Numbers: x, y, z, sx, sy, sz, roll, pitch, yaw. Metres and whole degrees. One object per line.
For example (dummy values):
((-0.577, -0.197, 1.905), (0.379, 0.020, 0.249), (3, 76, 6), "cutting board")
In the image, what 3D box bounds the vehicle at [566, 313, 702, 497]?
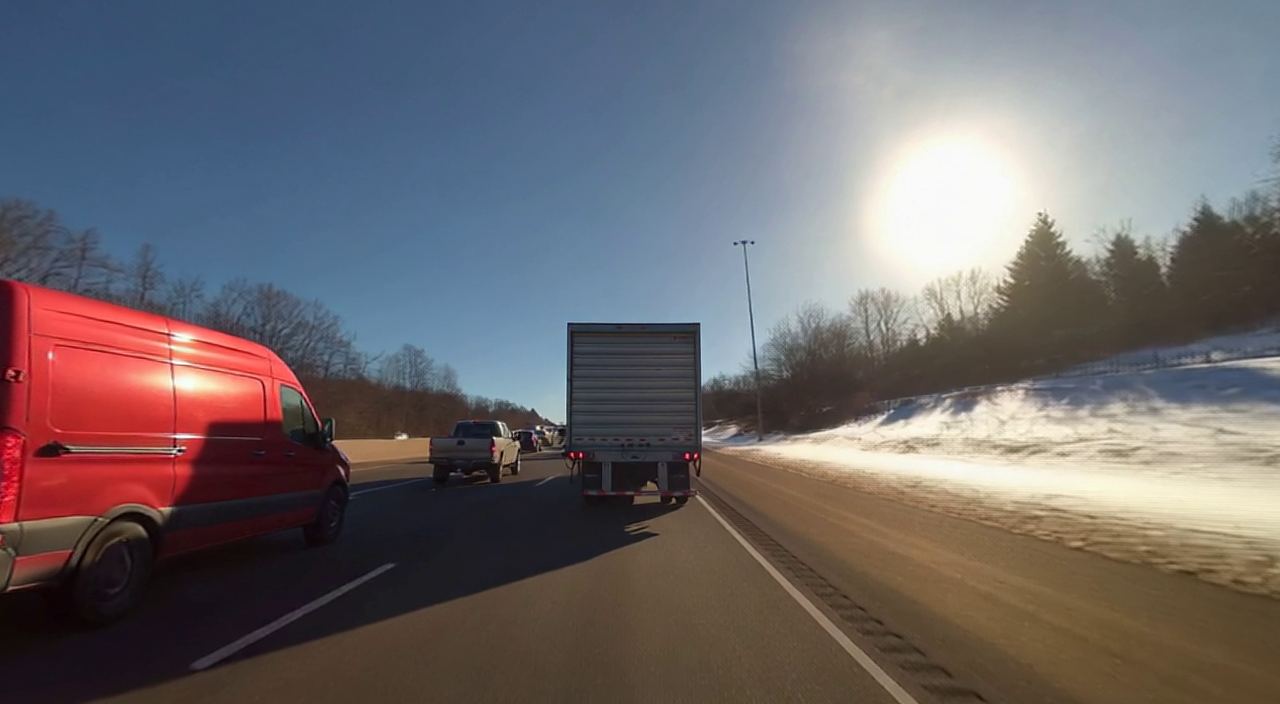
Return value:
((-0.221, 1.805, 18.864), (2.953, 4.041, 10.072), (0, -8, -1), "vehicle")

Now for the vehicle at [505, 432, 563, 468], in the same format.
((-4.869, 4.521, 29.420), (1.931, 1.539, 4.441), (0, -8, 0), "vehicle")

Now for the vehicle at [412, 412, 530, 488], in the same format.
((-4.885, 2.916, 19.095), (2.168, 1.985, 4.952), (0, -8, 0), "vehicle")

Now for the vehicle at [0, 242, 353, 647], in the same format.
((-5.267, 0.860, 6.012), (2.478, 2.515, 5.438), (0, -8, -1), "vehicle")
